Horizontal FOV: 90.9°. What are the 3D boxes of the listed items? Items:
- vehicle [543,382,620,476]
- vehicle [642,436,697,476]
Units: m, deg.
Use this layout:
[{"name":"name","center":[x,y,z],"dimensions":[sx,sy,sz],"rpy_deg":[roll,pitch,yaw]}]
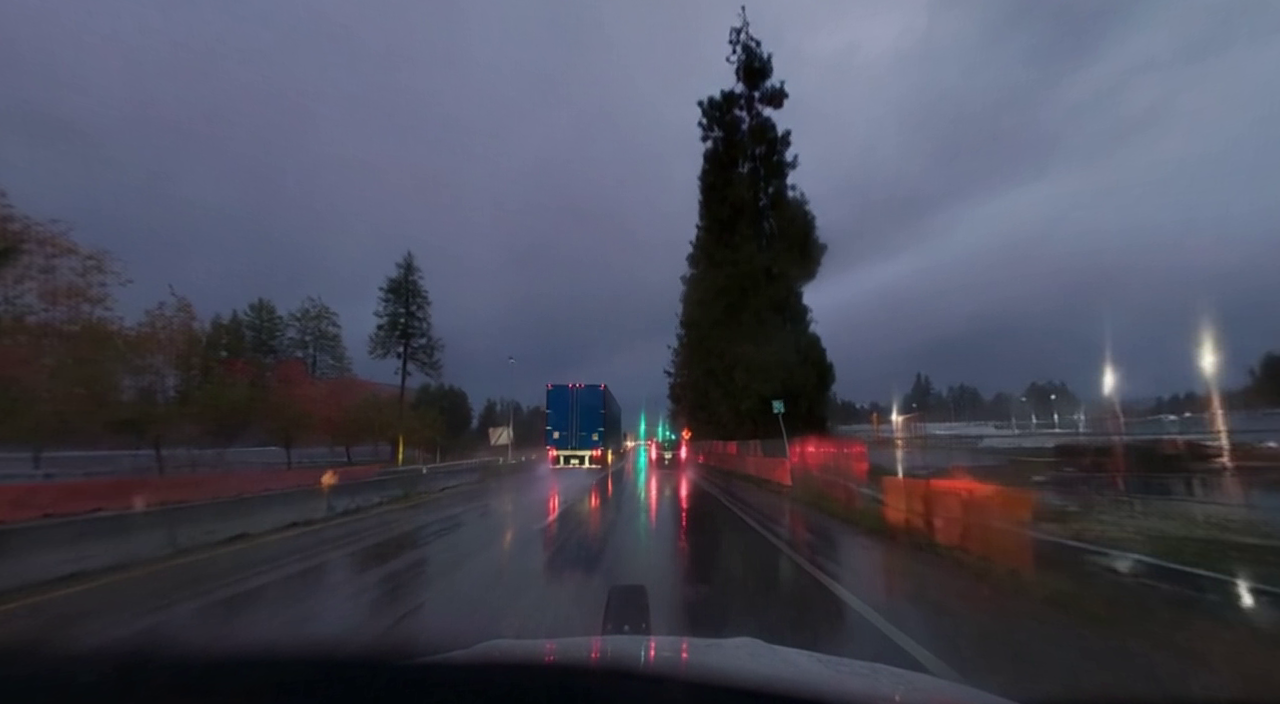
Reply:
[{"name":"vehicle","center":[-2.845,4.521,35.695],"dimensions":[2.906,4.115,15.715],"rpy_deg":[0,-8,0]},{"name":"vehicle","center":[1.259,4.775,29.172],"dimensions":[2.304,1.675,4.462],"rpy_deg":[0,-8,0]}]
